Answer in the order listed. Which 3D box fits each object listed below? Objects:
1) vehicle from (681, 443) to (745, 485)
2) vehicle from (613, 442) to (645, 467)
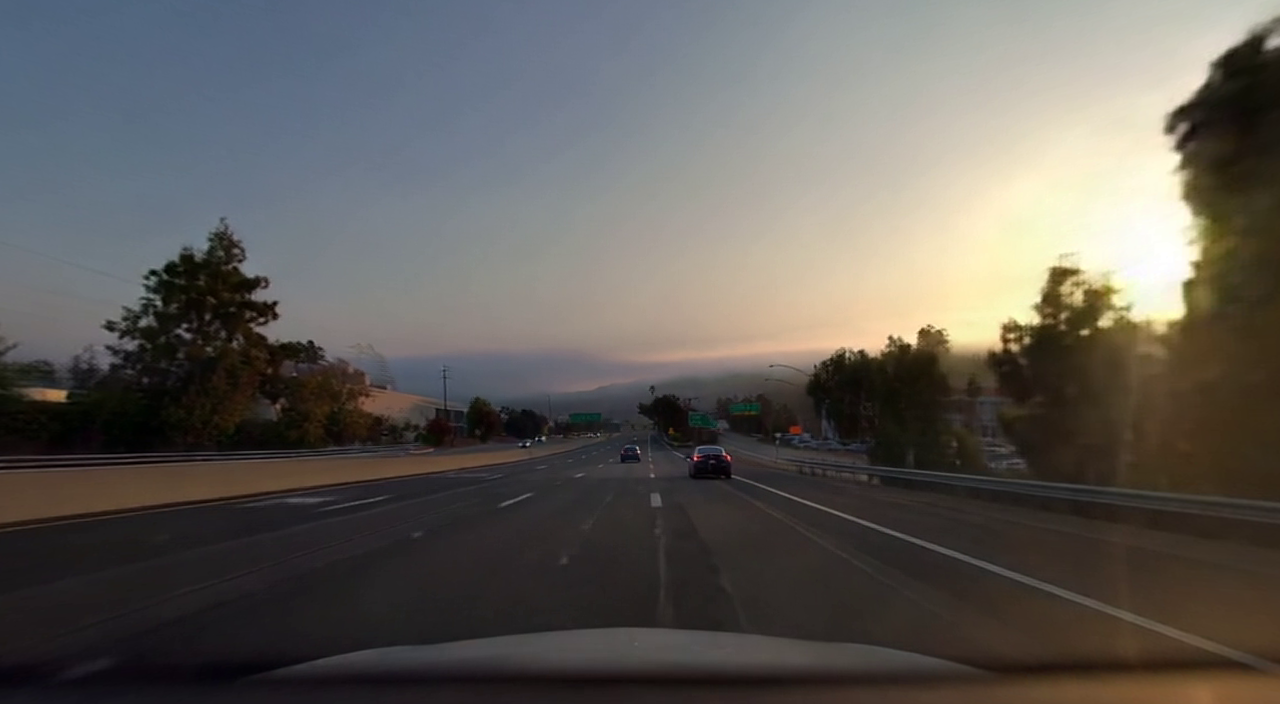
[{"bbox_3d":[2.849,4.489,25.678,2.029,1.528,4.644,0,-9,0],"label":"vehicle"},{"bbox_3d":[-0.712,7.269,44.941,2.127,1.692,4.382,0,-8,1],"label":"vehicle"}]
